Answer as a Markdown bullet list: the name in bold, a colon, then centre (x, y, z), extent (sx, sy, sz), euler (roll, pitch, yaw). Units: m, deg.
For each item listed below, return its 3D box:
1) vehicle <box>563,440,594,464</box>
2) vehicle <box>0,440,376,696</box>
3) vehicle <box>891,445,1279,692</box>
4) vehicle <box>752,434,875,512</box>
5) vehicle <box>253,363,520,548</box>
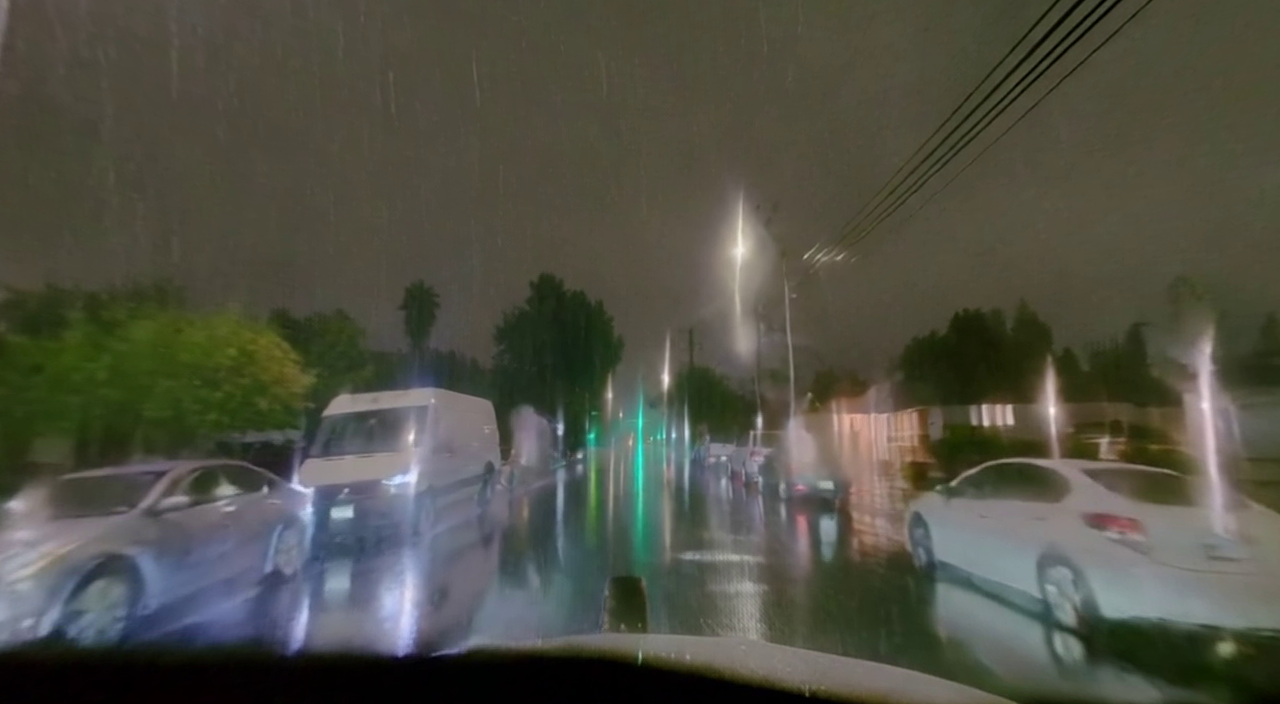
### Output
- **vehicle**: centre (-4.338, 7.098, 44.798), extent (1.870, 1.562, 4.212), euler (-1, -8, -1)
- **vehicle**: centre (-4.816, 1.759, 6.483), extent (2.023, 1.568, 4.942), euler (-3, -8, 1)
- **vehicle**: centre (4.133, 1.601, 5.805), extent (1.846, 1.351, 4.272), euler (3, -8, -1)
- **vehicle**: centre (4.081, 2.880, 15.558), extent (1.839, 1.520, 4.498), euler (3, -8, 1)
- **vehicle**: centre (-4.395, 1.955, 12.410), extent (2.470, 2.613, 5.989), euler (-4, -8, 4)
